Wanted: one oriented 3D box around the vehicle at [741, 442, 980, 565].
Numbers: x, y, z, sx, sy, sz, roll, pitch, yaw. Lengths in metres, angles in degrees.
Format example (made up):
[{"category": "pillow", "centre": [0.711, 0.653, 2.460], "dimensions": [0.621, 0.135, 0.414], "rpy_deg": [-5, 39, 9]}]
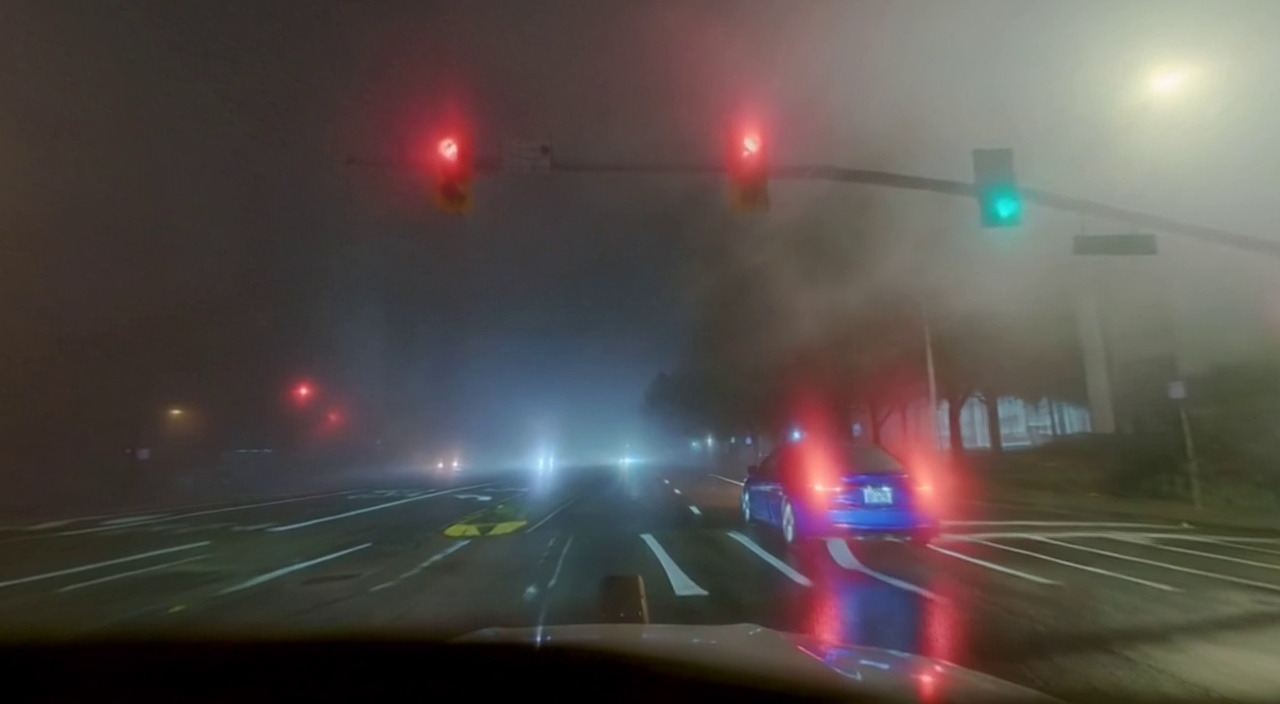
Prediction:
[{"category": "vehicle", "centre": [3.041, 2.180, 9.995], "dimensions": [2.015, 1.455, 4.615], "rpy_deg": [0, -9, -2]}]
